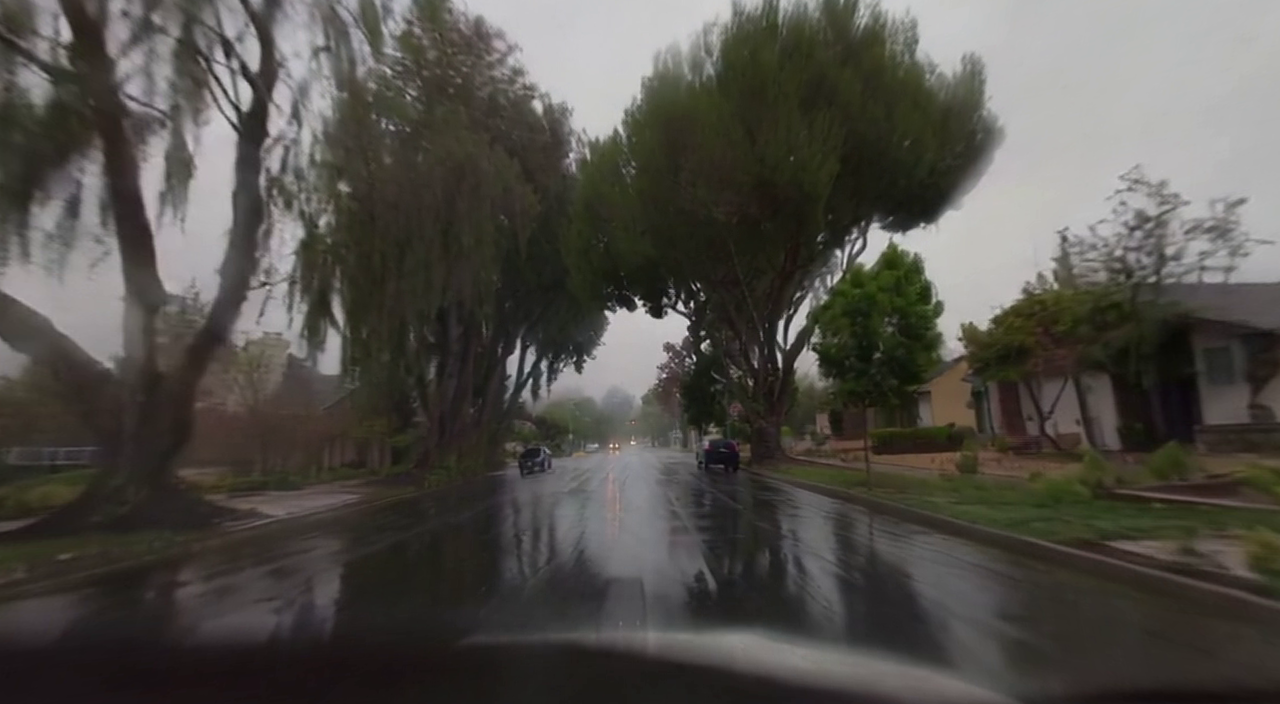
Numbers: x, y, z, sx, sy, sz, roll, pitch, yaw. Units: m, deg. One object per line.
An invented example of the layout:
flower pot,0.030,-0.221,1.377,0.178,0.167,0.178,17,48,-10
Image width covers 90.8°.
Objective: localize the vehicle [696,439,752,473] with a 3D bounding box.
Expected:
vehicle,3.941,4.957,30.365,2.013,1.473,4.329,0,-8,-1
